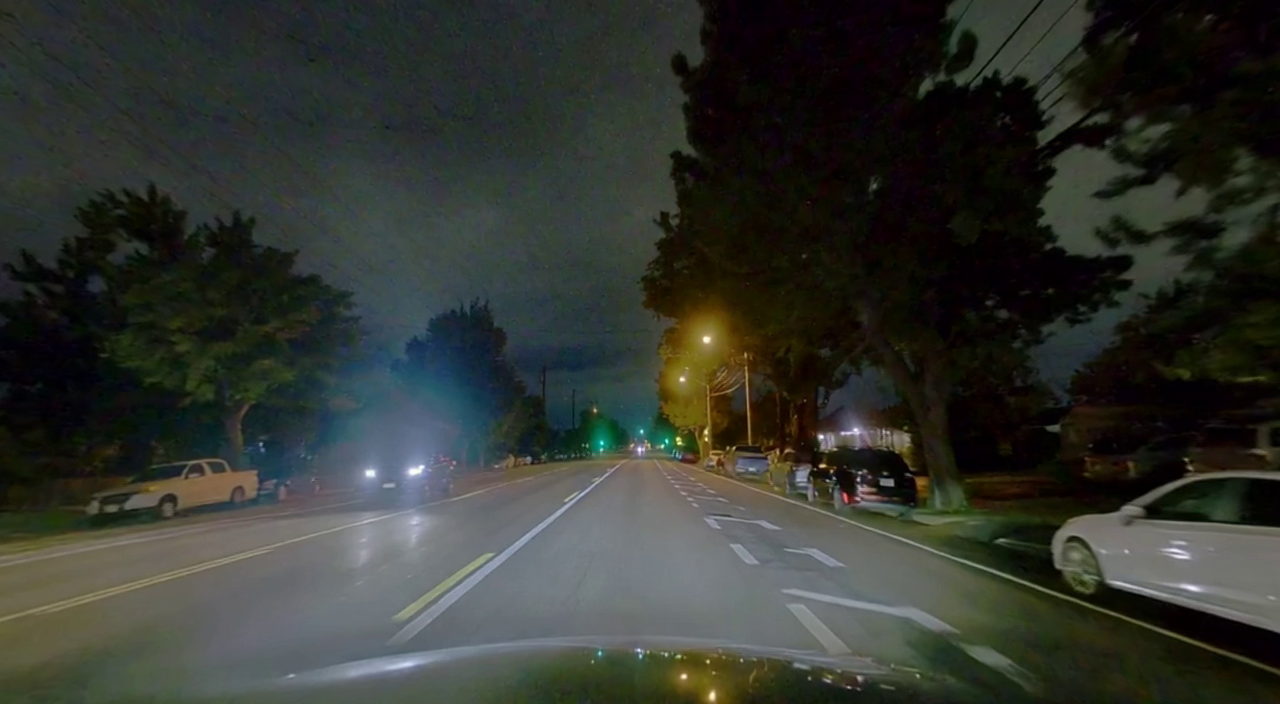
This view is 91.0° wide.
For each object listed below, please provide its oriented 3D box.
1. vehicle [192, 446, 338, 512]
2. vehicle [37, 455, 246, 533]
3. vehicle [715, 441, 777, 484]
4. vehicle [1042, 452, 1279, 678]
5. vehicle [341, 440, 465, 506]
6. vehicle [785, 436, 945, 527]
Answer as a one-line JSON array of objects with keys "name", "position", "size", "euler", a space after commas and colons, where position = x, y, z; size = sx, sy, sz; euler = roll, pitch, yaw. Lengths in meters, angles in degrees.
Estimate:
[{"name": "vehicle", "position": [-12.184, 4.123, 20.870], "size": [2.066, 1.796, 4.407], "euler": [-4, -9, 2]}, {"name": "vehicle", "position": [-12.397, 3.504, 16.091], "size": [1.851, 1.639, 4.204], "euler": [0, -9, 0]}, {"name": "vehicle", "position": [5.015, 5.313, 30.607], "size": [2.123, 1.928, 4.752], "euler": [0, -9, -1]}, {"name": "vehicle", "position": [5.218, 1.441, 4.272], "size": [1.942, 1.461, 4.575], "euler": [0, -9, 0]}, {"name": "vehicle", "position": [-6.870, 3.526, 18.824], "size": [1.957, 1.700, 4.318], "euler": [0, -9, 1]}, {"name": "vehicle", "position": [4.977, 2.896, 14.749], "size": [1.962, 1.748, 4.659], "euler": [0, -9, -1]}]
